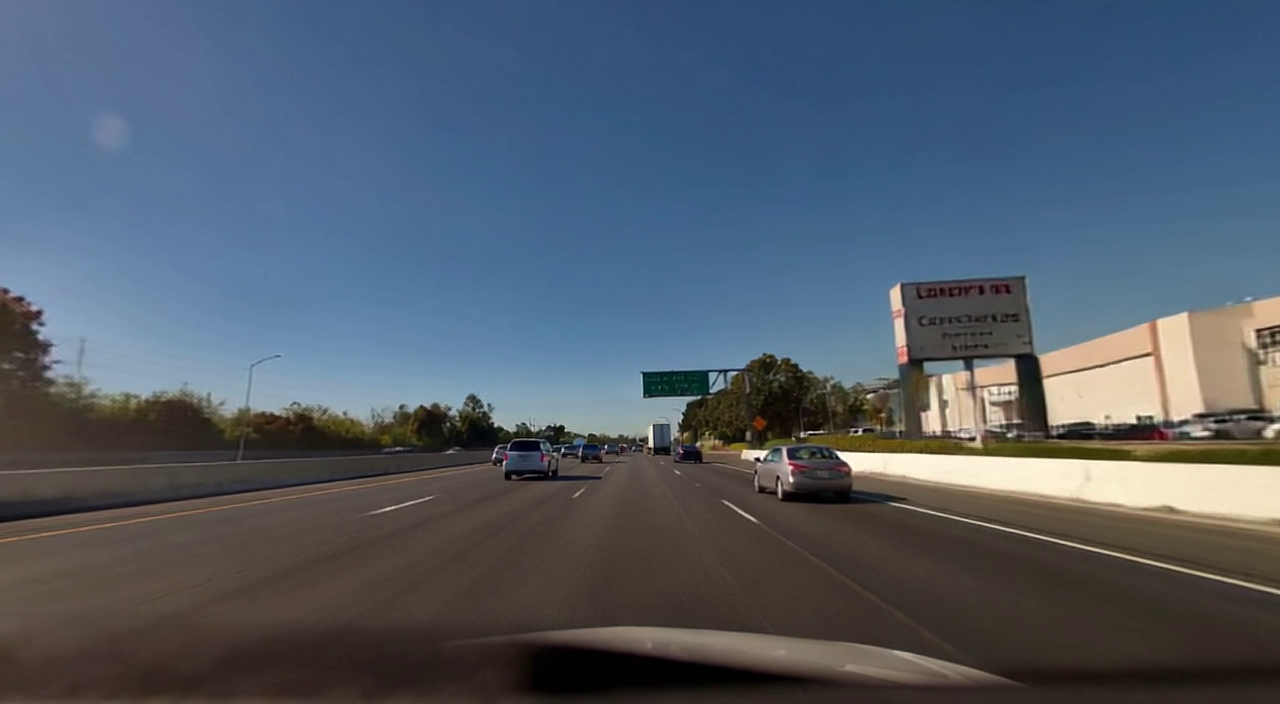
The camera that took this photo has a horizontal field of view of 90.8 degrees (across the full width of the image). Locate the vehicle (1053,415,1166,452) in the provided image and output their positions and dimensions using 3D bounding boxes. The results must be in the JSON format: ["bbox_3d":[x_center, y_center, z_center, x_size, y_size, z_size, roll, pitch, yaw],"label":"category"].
[{"bbox_3d":[27.640,4.940,37.572,2.088,1.999,5.981,-1,-9,0],"label":"vehicle"}]

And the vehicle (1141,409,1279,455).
[{"bbox_3d":[27.689,3.922,30.387,2.212,1.977,5.953,-1,-9,-1],"label":"vehicle"}]

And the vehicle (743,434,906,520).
[{"bbox_3d":[3.667,2.573,13.599,1.957,1.510,4.643,0,-8,-2],"label":"vehicle"}]

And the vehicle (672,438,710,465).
[{"bbox_3d":[3.597,7.130,45.352,2.198,1.807,4.530,0,-9,-2],"label":"vehicle"}]

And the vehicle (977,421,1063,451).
[{"bbox_3d":[27.394,6.165,45.904,2.176,1.975,6.444,-1,-9,-1],"label":"vehicle"}]

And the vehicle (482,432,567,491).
[{"bbox_3d":[-3.758,3.657,21.400,1.987,1.765,4.508,0,-8,0],"label":"vehicle"}]
